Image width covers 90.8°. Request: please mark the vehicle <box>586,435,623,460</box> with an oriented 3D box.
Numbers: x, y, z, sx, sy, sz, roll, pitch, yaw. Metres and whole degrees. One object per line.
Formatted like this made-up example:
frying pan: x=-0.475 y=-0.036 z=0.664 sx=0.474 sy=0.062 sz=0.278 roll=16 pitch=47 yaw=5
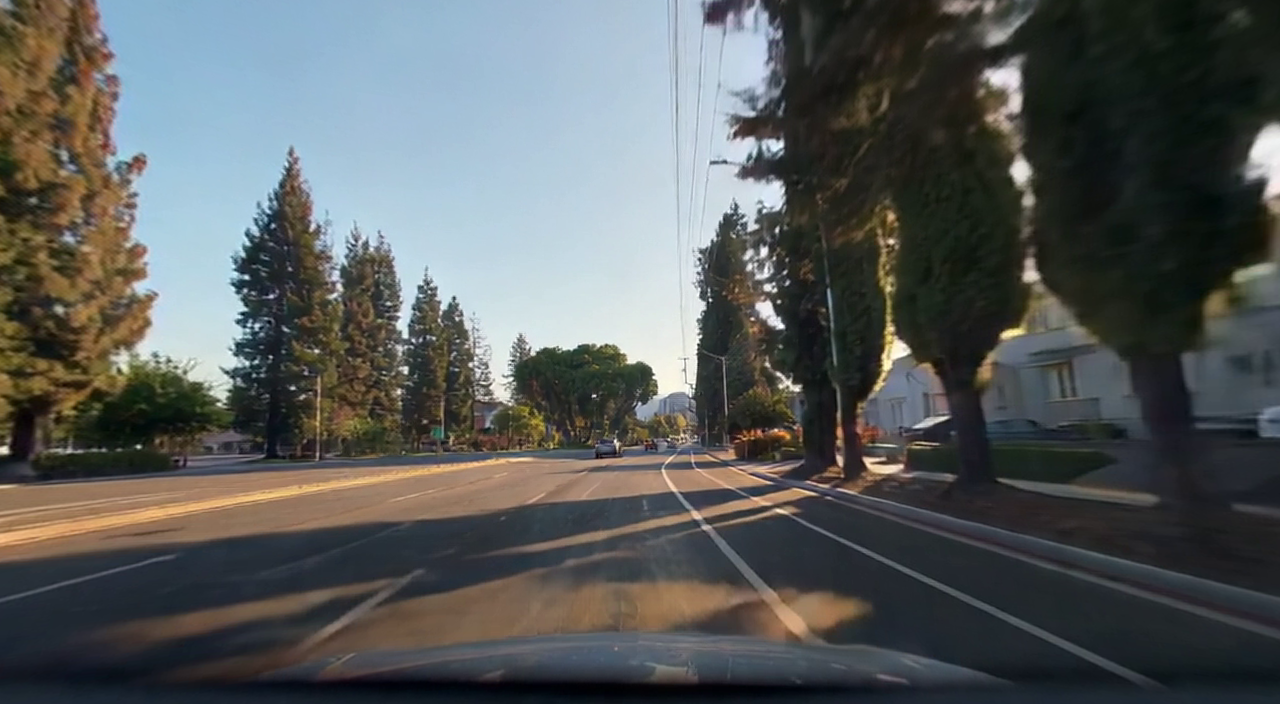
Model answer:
vehicle: x=-2.406 y=6.684 z=44.079 sx=2.121 sy=1.654 sz=3.993 roll=-1 pitch=-8 yaw=3
